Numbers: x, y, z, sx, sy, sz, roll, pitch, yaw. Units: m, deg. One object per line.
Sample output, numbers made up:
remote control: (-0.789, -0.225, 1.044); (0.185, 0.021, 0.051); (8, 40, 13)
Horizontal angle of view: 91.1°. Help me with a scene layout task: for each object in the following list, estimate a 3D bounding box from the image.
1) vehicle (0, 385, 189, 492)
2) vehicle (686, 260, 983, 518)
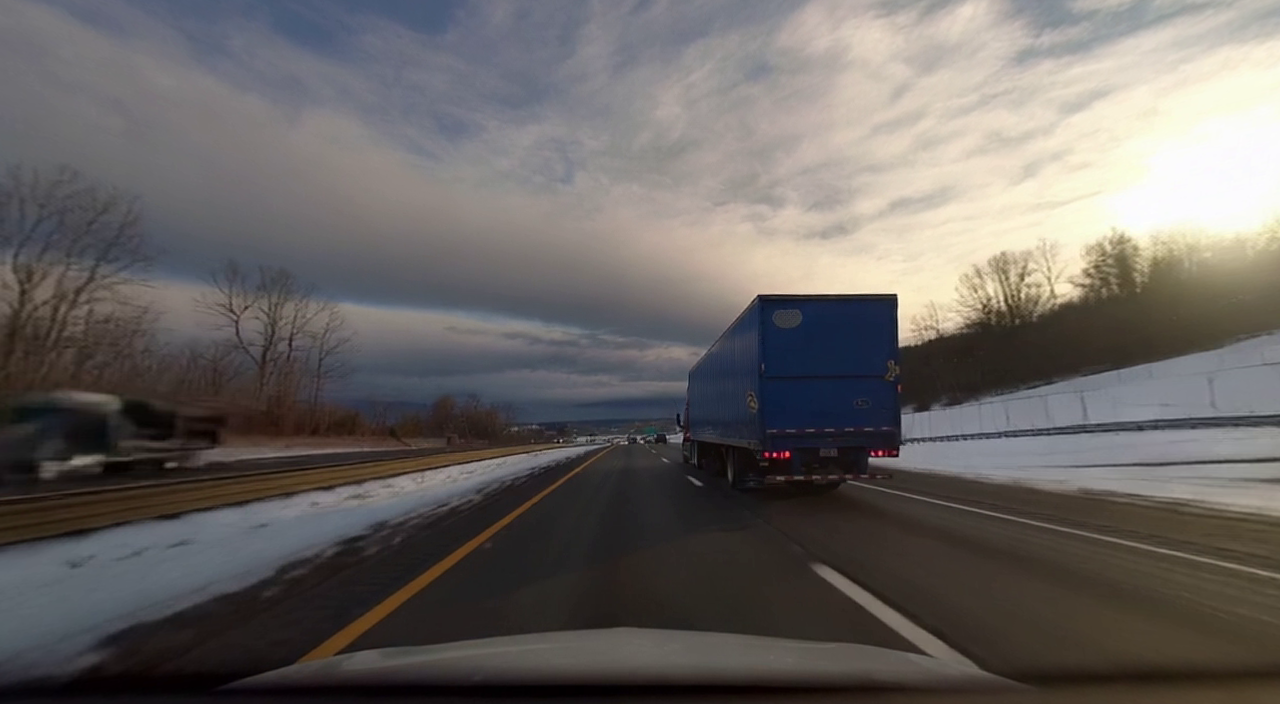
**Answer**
vehicle: (-12.619, 1.870, 13.647); (2.101, 1.924, 4.804); (0, -8, -1)
vehicle: (3.782, 1.695, 18.884); (3.203, 4.273, 17.131); (0, -8, -1)
